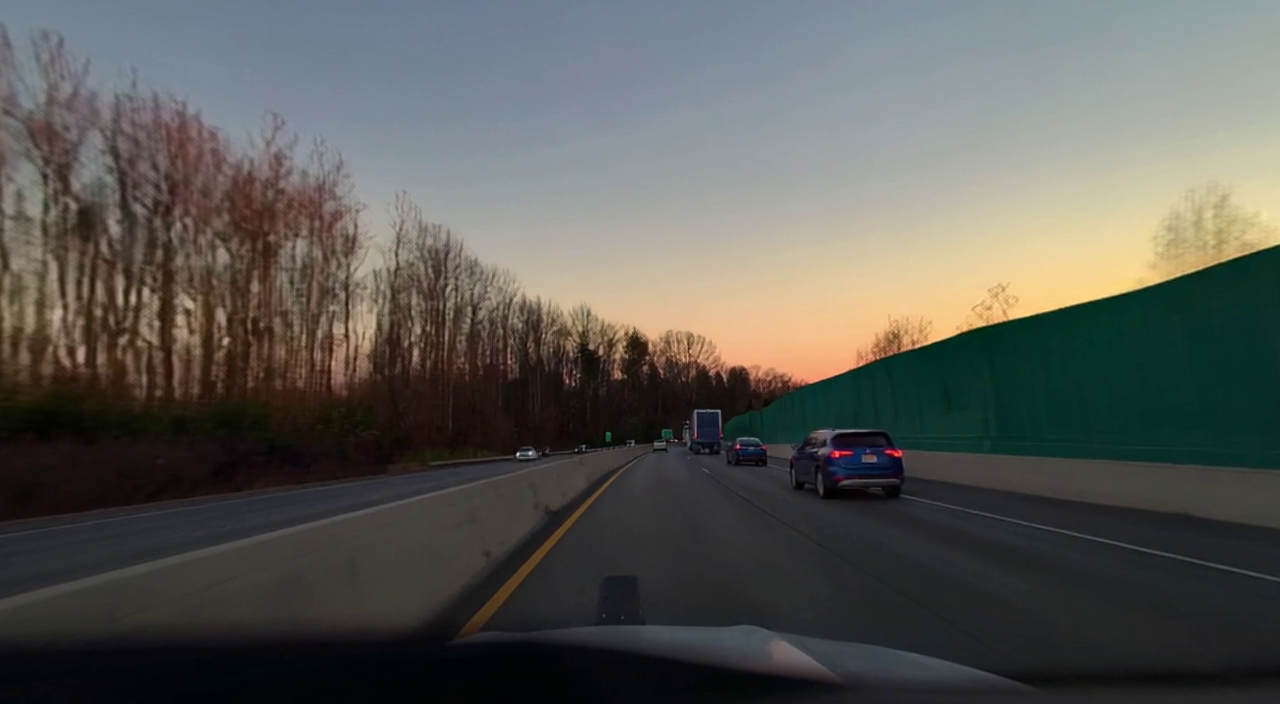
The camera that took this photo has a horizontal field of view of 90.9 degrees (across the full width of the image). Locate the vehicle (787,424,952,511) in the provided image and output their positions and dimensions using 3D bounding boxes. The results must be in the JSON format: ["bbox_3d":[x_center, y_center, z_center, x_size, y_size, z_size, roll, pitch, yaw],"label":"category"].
[{"bbox_3d":[4.604,2.370,13.377,1.940,1.539,4.005,0,-8,-1],"label":"vehicle"}]

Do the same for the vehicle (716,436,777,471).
[{"bbox_3d":[4.808,4.642,29.095,2.000,1.473,4.440,0,-8,-1],"label":"vehicle"}]
